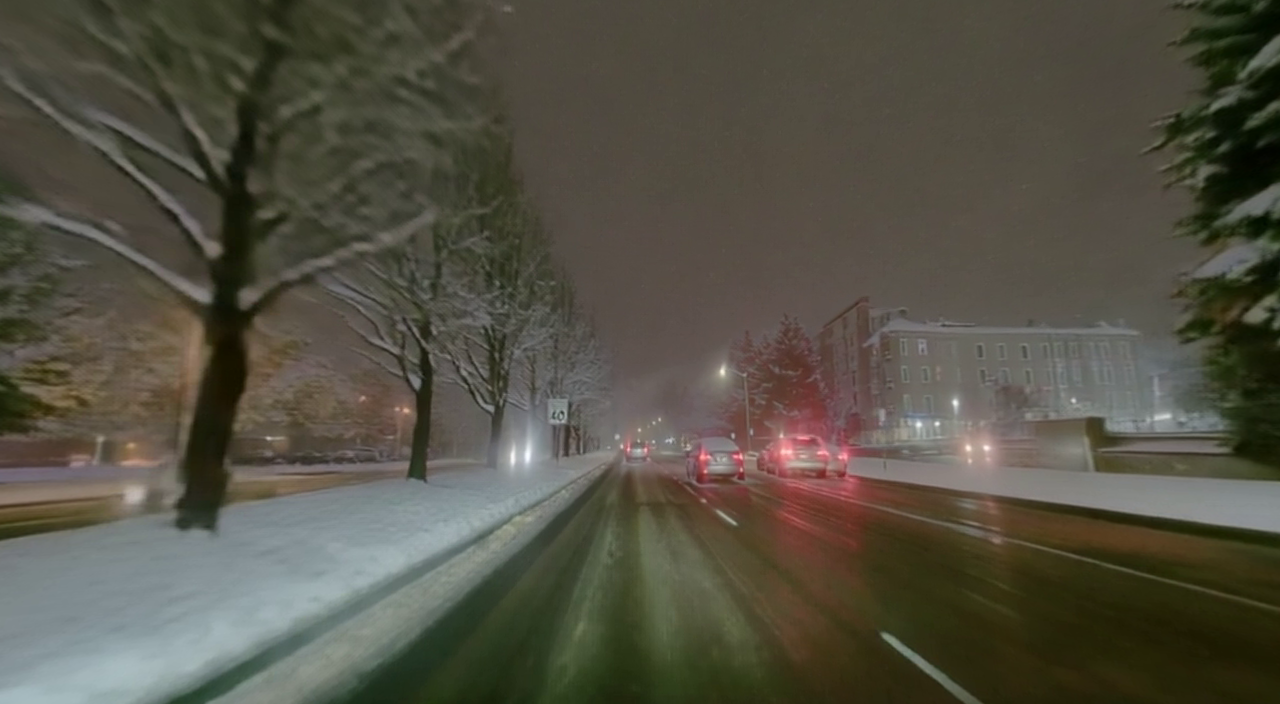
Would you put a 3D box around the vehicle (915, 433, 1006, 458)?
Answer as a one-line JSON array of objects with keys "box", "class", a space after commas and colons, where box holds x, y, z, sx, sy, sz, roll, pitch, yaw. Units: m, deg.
[{"box": [20.442, 6.000, 40.401, 4.608, 1.533, 2.193, 0, -9, -1], "class": "vehicle"}]

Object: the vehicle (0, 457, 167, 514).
[{"box": [-18.280, 4.226, 20.526, 2.129, 1.531, 4.696, 0, -9, 1], "class": "vehicle"}]

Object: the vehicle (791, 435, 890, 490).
[{"box": [6.839, 3.804, 22.114, 2.025, 1.719, 4.161, 0, -9, -1], "class": "vehicle"}]

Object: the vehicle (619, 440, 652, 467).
[{"box": [-0.281, 6.793, 42.414, 2.132, 1.693, 3.819, 0, -9, 0], "class": "vehicle"}]

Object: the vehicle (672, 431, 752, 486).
[{"box": [2.501, 3.880, 23.194, 2.227, 1.794, 4.457, 1, -9, -3], "class": "vehicle"}]
